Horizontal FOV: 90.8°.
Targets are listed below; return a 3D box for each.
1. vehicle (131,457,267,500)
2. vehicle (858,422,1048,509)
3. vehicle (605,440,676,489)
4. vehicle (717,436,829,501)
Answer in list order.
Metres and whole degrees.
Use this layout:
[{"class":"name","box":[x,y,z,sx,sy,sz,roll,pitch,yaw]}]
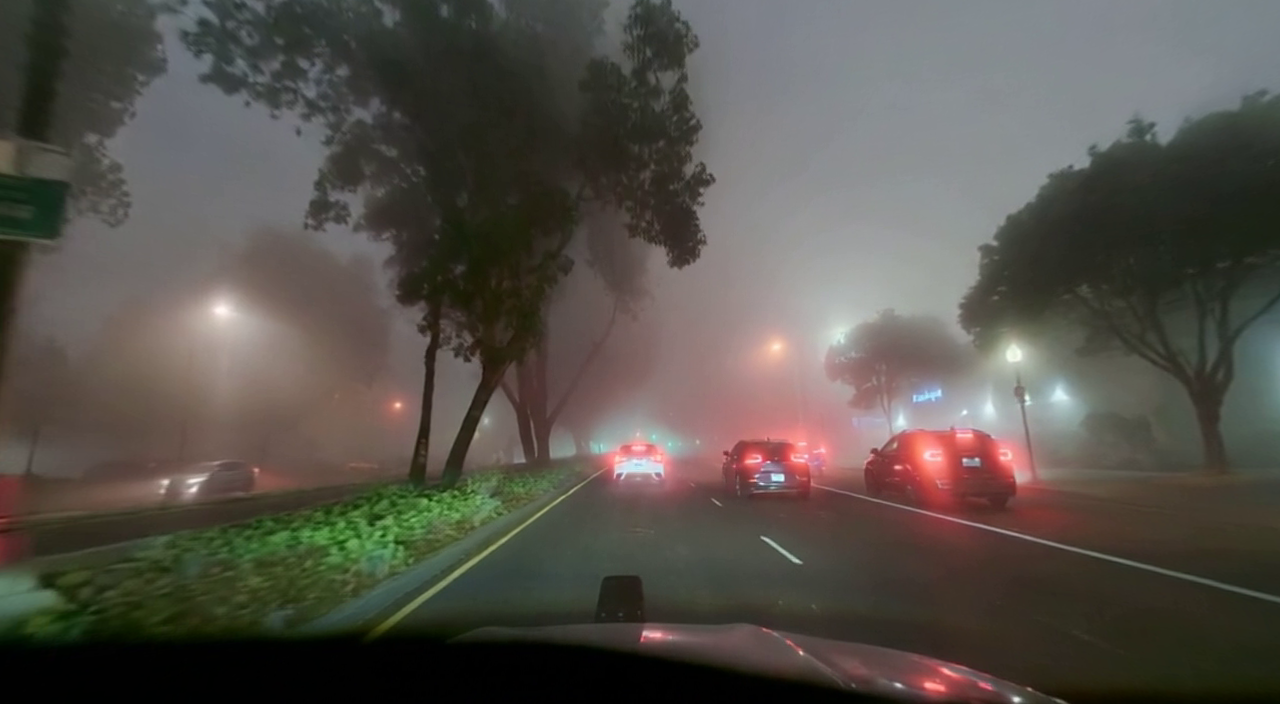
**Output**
[{"class":"vehicle","box":[-17.542,5.018,25.498,2.069,1.460,4.716,0,-9,0]},{"class":"vehicle","box":[7.113,2.650,15.135,2.052,1.708,4.842,0,-9,0]},{"class":"vehicle","box":[-0.023,3.665,20.920,2.101,1.444,4.248,0,-9,-1]},{"class":"vehicle","box":[3.375,3.059,16.956,1.993,1.477,4.240,0,-9,-1]}]
